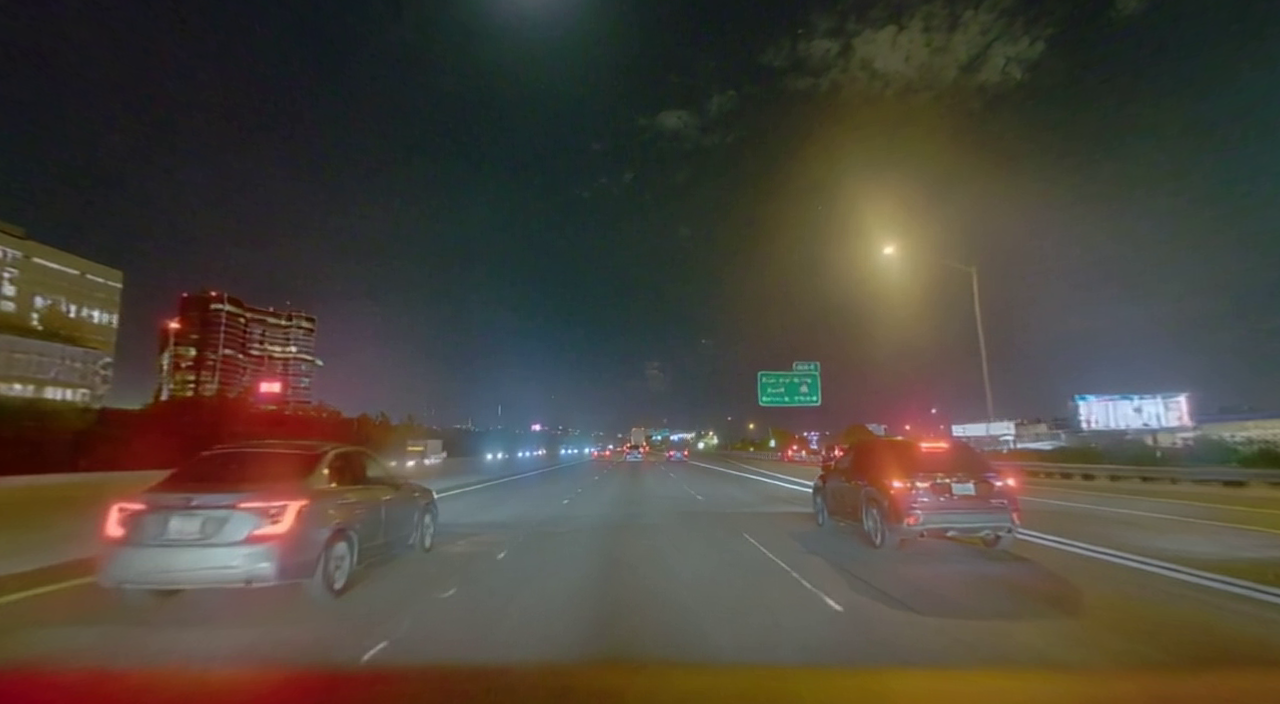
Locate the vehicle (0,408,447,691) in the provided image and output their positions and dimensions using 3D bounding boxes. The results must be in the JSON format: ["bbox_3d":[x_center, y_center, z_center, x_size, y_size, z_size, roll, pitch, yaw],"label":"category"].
[{"bbox_3d":[-3.398,1.427,5.747,1.879,1.526,4.483,0,-9,0],"label":"vehicle"}]

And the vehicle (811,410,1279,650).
[{"bbox_3d":[3.384,1.487,6.356,1.987,1.509,4.512,0,-9,-1],"label":"vehicle"}]
